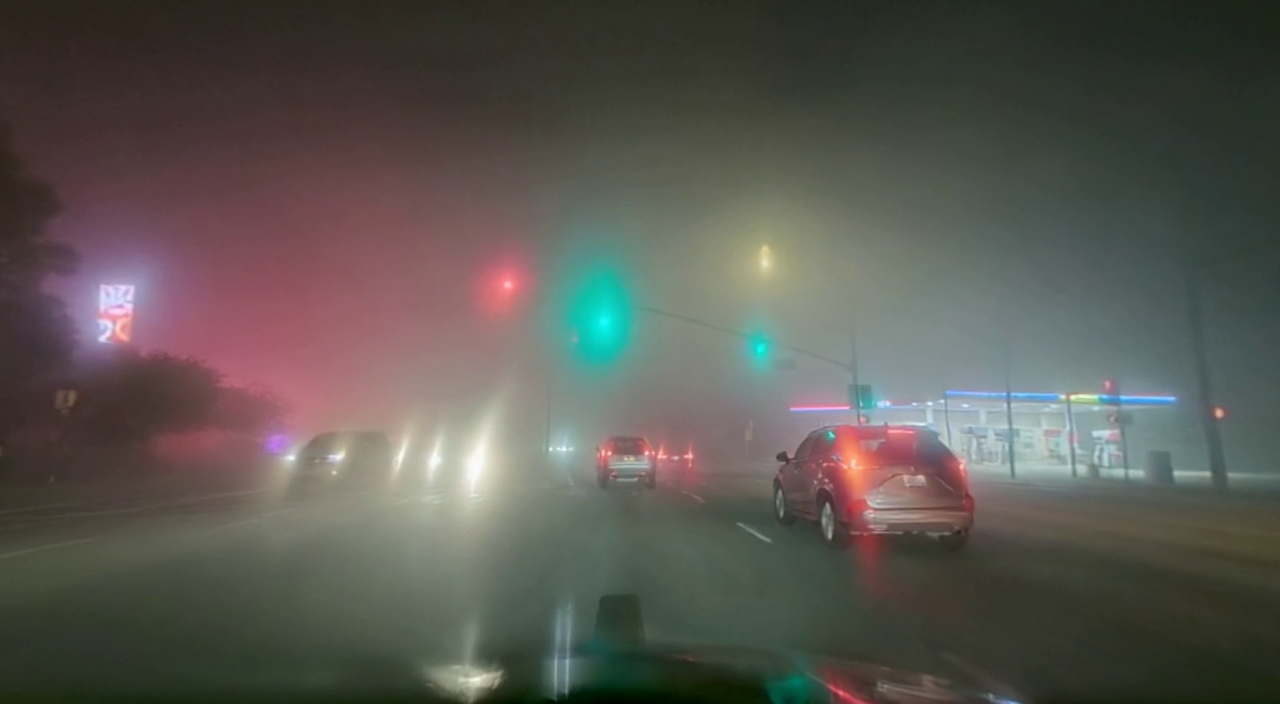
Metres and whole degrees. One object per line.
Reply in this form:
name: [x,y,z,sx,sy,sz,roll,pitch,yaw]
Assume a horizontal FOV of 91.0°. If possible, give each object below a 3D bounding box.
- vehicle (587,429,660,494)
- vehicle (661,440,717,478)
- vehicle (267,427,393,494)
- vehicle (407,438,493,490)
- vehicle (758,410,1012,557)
vehicle: [-0.612,3.368,19.715,2.051,1.798,4.168,1,-8,-4]
vehicle: [2.159,4.813,28.569,1.800,1.592,3.658,1,-8,-7]
vehicle: [-9.082,3.195,18.903,1.992,1.755,4.283,1,-8,-6]
vehicle: [-6.174,3.663,20.972,1.987,1.505,4.337,1,-8,-7]
vehicle: [3.378,1.900,9.778,2.000,1.745,4.206,1,-8,-4]
